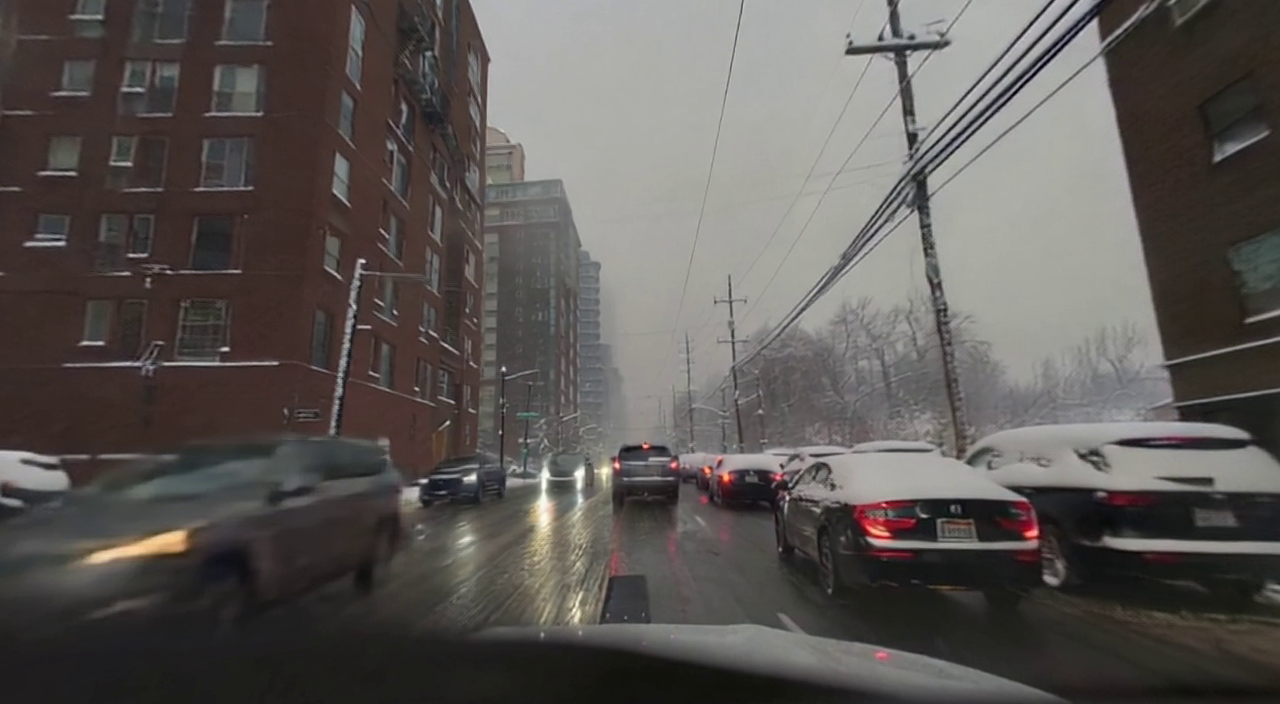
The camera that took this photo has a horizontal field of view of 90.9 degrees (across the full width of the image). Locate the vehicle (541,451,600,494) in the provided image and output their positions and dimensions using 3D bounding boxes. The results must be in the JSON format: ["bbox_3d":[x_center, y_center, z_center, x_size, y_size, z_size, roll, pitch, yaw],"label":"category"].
[{"bbox_3d":[-2.953,5.253,27.849,2.023,1.646,4.282,0,-9,1],"label":"vehicle"}]

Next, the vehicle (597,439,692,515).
[{"bbox_3d":[0.058,3.241,16.854,2.232,1.736,4.036,0,-8,-1],"label":"vehicle"}]

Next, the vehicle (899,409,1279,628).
[{"bbox_3d":[5.386,1.780,7.938,2.093,1.818,5.189,0,-8,1],"label":"vehicle"}]

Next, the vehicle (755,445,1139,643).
[{"bbox_3d":[2.720,1.777,7.022,2.029,1.460,4.451,0,-8,0],"label":"vehicle"}]

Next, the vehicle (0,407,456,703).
[{"bbox_3d":[-3.478,1.513,5.911,2.112,1.705,4.365,0,-9,1],"label":"vehicle"}]

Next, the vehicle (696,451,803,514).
[{"bbox_3d":[2.921,3.606,18.081,2.116,1.487,4.988,0,-8,-1],"label":"vehicle"}]
